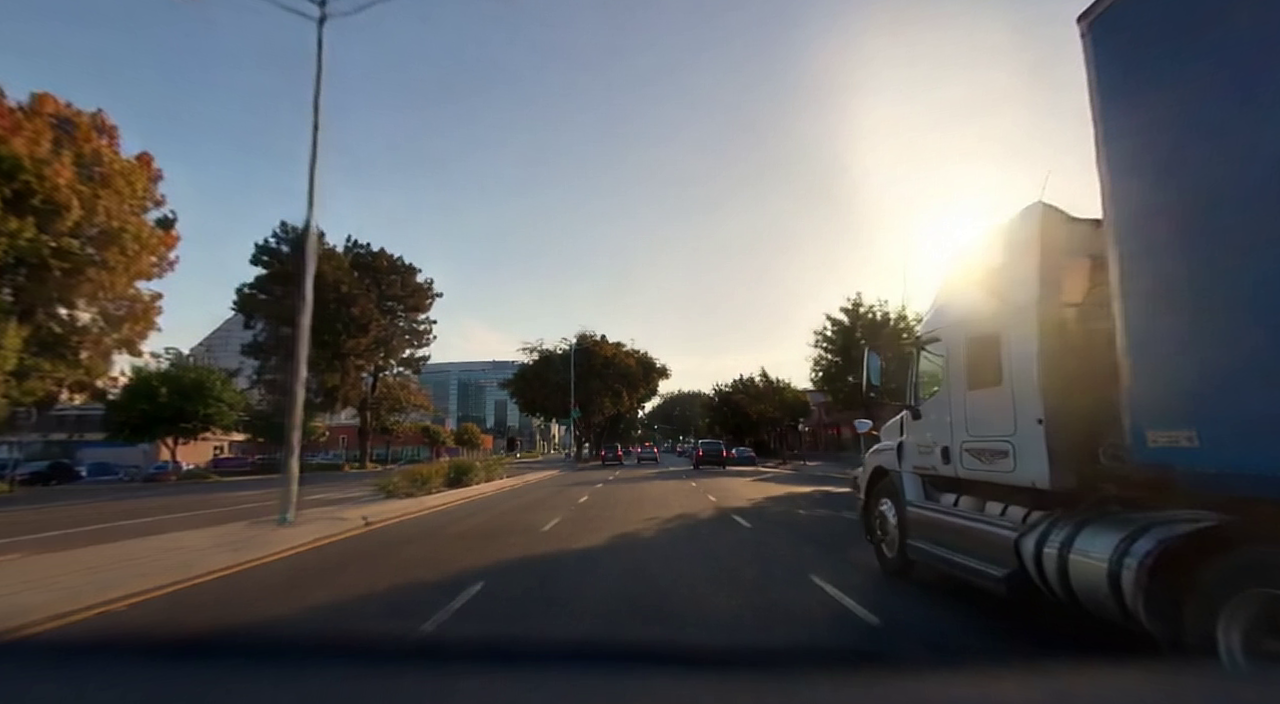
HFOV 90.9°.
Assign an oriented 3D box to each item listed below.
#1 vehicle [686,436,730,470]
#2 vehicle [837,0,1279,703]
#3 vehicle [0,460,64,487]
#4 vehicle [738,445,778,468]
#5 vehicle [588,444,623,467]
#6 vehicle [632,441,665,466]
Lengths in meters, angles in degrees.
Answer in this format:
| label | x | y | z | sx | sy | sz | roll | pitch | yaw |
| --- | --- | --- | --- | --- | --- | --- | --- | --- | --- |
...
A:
| label | x | y | z | sx | sy | sz | roll | pitch | yaw |
| --- | --- | --- | --- | --- | --- | --- | --- | --- | --- |
| vehicle | 4.082 | 6.144 | 38.480 | 2.196 | 1.908 | 4.412 | 0 | -8 | 0 |
| vehicle | 3.584 | -0.222 | 2.725 | 3.006 | 3.679 | 8.506 | -1 | -8 | 3 |
| vehicle | -37.660 | 7.245 | 37.817 | 1.886 | 1.437 | 4.572 | 0 | -8 | 0 |
| vehicle | 8.317 | 7.369 | 44.674 | 2.006 | 1.484 | 4.289 | 0 | -8 | 0 |
| vehicle | -2.521 | 7.700 | 47.108 | 2.211 | 1.537 | 4.666 | 0 | -8 | 2 |
| vehicle | 0.591 | 7.305 | 45.449 | 2.276 | 1.704 | 3.925 | 0 | -8 | 1 |
